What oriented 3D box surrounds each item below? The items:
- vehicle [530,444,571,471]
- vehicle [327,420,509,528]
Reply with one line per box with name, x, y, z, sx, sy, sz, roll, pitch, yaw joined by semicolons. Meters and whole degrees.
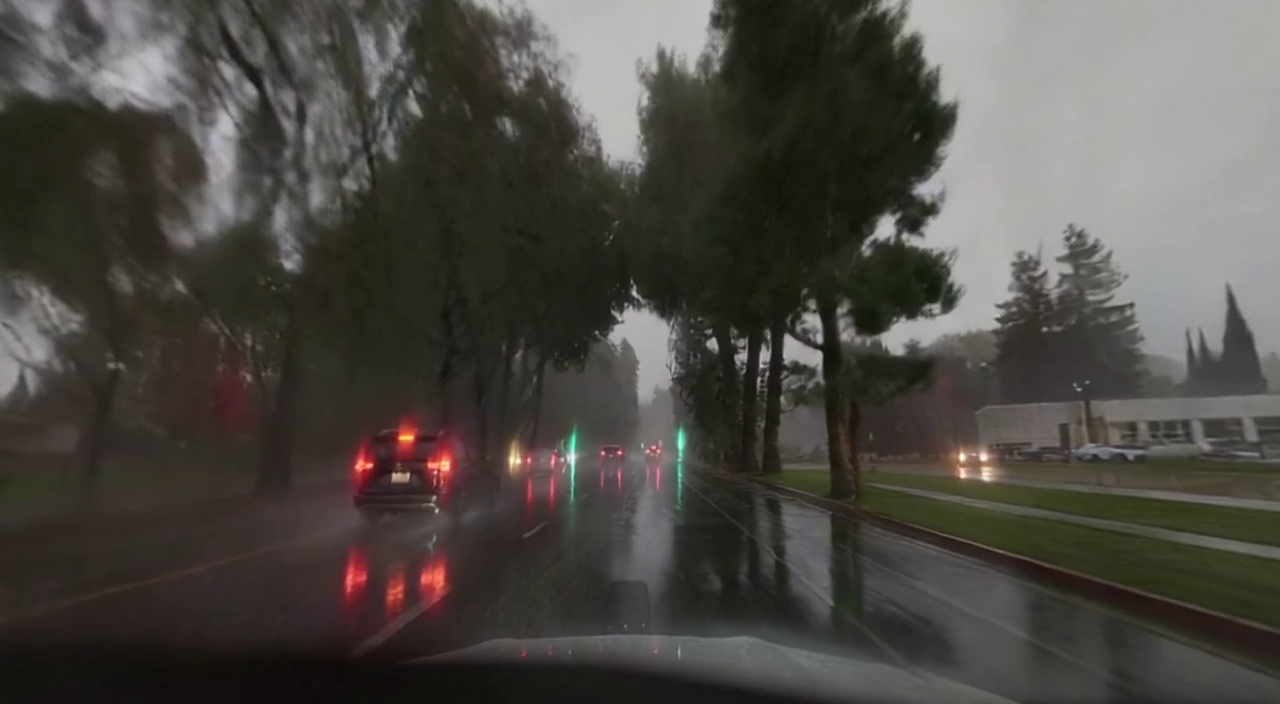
vehicle;-5.929;7.049;42.198;1.985;1.708;4.310;0;-9;2
vehicle;-4.103;2.334;12.587;2.123;1.761;4.322;0;-9;-1
